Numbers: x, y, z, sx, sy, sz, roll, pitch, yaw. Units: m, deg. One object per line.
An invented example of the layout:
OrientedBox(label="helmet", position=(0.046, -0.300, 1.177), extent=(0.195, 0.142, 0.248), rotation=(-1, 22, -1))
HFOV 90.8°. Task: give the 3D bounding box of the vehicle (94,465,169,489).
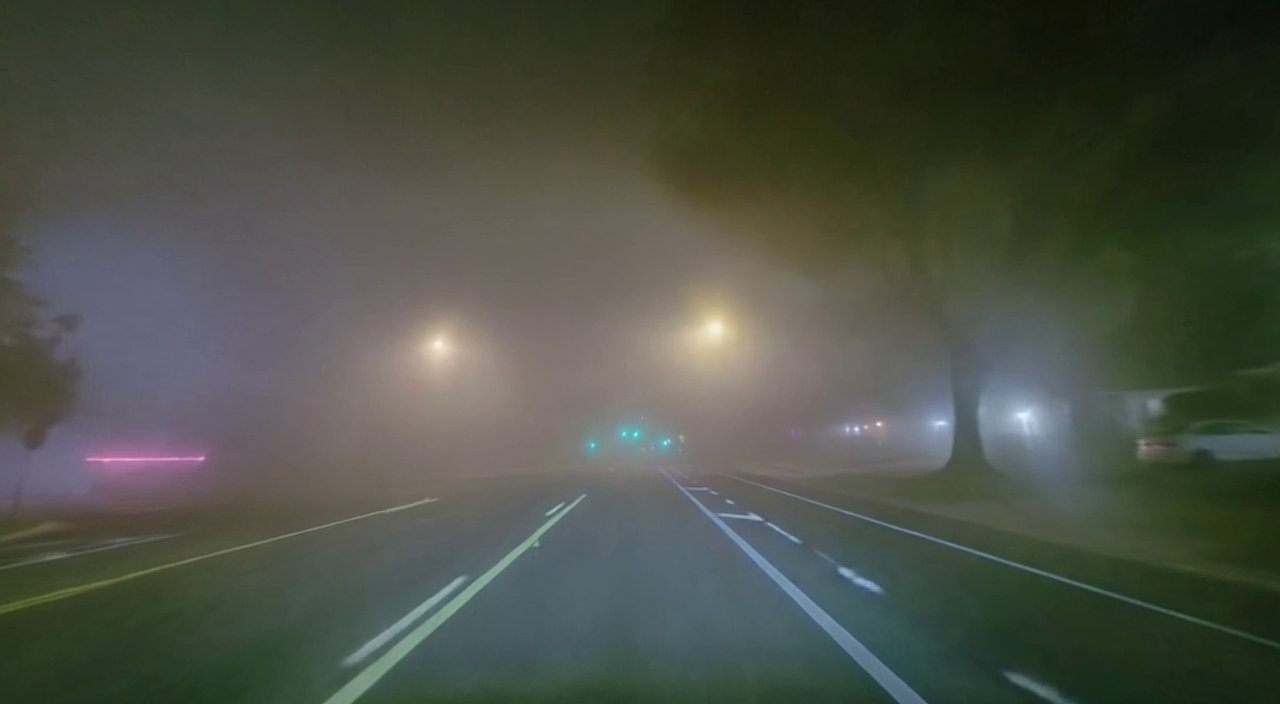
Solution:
OrientedBox(label="vehicle", position=(-34.122, 8.386, 42.530), extent=(1.774, 1.430, 4.131), rotation=(0, -9, -5))

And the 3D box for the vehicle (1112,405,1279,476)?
OrientedBox(label="vehicle", position=(16.281, 2.374, 17.394), extent=(4.843, 1.594, 2.127), rotation=(-4, -9, -3))

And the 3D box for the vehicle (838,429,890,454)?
OrientedBox(label="vehicle", position=(15.030, 6.095, 42.698), extent=(1.908, 1.610, 4.582), rotation=(0, -9, 2))
